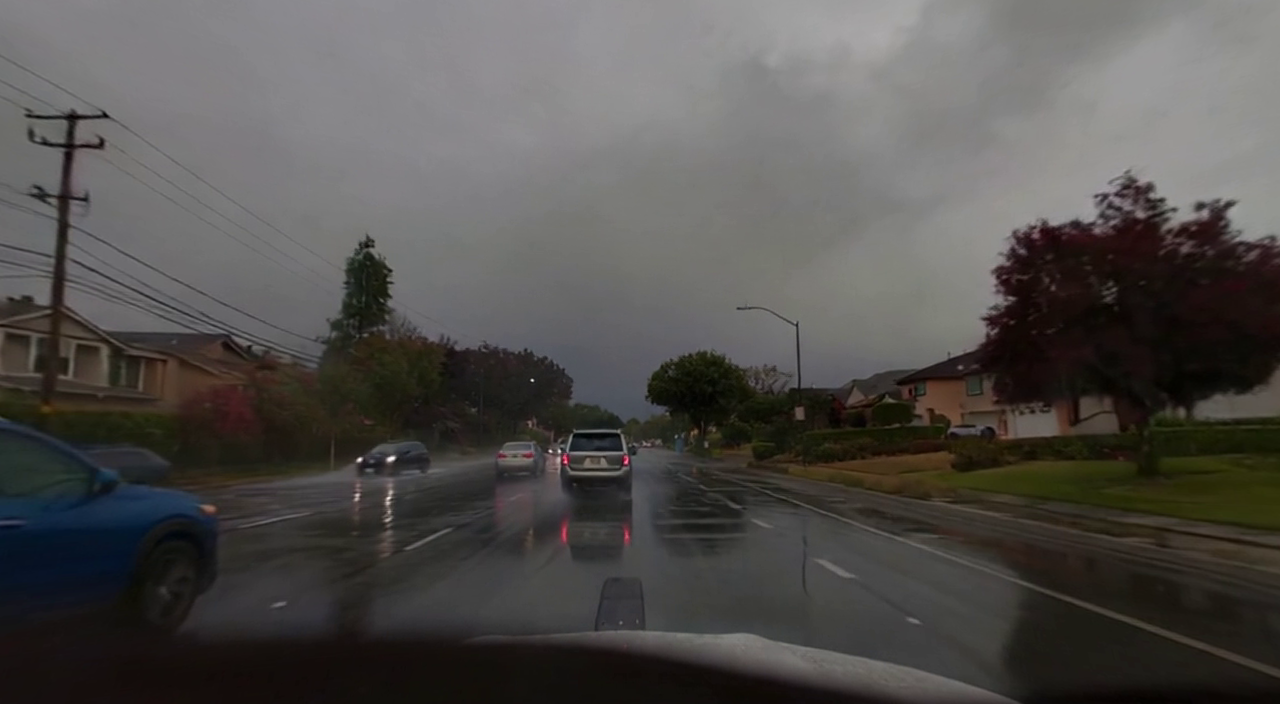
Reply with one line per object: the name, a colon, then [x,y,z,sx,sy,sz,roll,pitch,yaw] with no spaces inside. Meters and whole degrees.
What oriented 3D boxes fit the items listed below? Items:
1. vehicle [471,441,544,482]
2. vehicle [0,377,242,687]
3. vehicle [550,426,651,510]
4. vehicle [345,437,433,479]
vehicle: [-5.311,4.446,25.980,2.014,1.493,4.658,0,-8,0]
vehicle: [-4.719,0.977,3.299,2.243,1.722,4.621,0,-8,0]
vehicle: [-0.867,2.776,15.599,2.131,1.761,4.242,0,-8,-1]
vehicle: [-11.558,4.906,29.526,2.131,1.798,4.902,0,-8,0]
